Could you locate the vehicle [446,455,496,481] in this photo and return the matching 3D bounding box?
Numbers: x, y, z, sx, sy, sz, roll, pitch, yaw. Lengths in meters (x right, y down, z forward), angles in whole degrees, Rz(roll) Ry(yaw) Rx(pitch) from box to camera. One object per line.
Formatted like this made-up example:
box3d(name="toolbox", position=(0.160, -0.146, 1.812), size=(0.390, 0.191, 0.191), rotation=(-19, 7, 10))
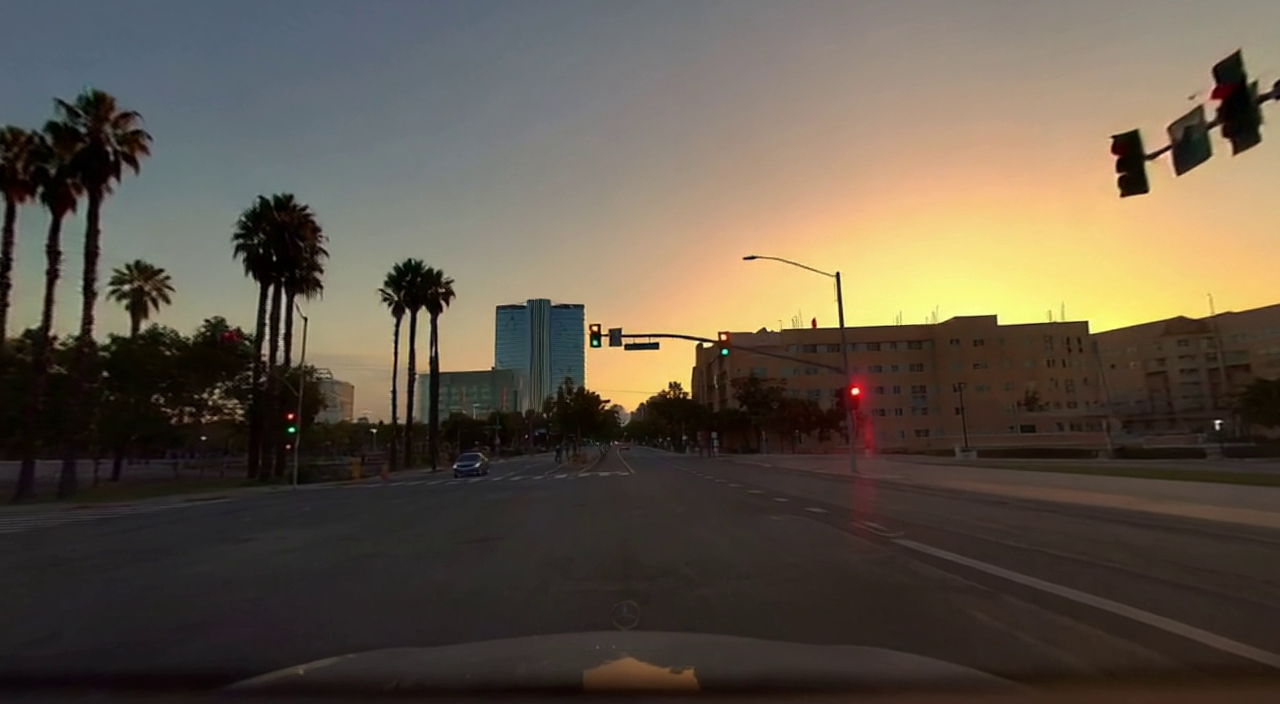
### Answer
box3d(name="vehicle", position=(-10.756, 7.405, 40.532), size=(2.149, 1.477, 4.186), rotation=(0, -9, -2))
